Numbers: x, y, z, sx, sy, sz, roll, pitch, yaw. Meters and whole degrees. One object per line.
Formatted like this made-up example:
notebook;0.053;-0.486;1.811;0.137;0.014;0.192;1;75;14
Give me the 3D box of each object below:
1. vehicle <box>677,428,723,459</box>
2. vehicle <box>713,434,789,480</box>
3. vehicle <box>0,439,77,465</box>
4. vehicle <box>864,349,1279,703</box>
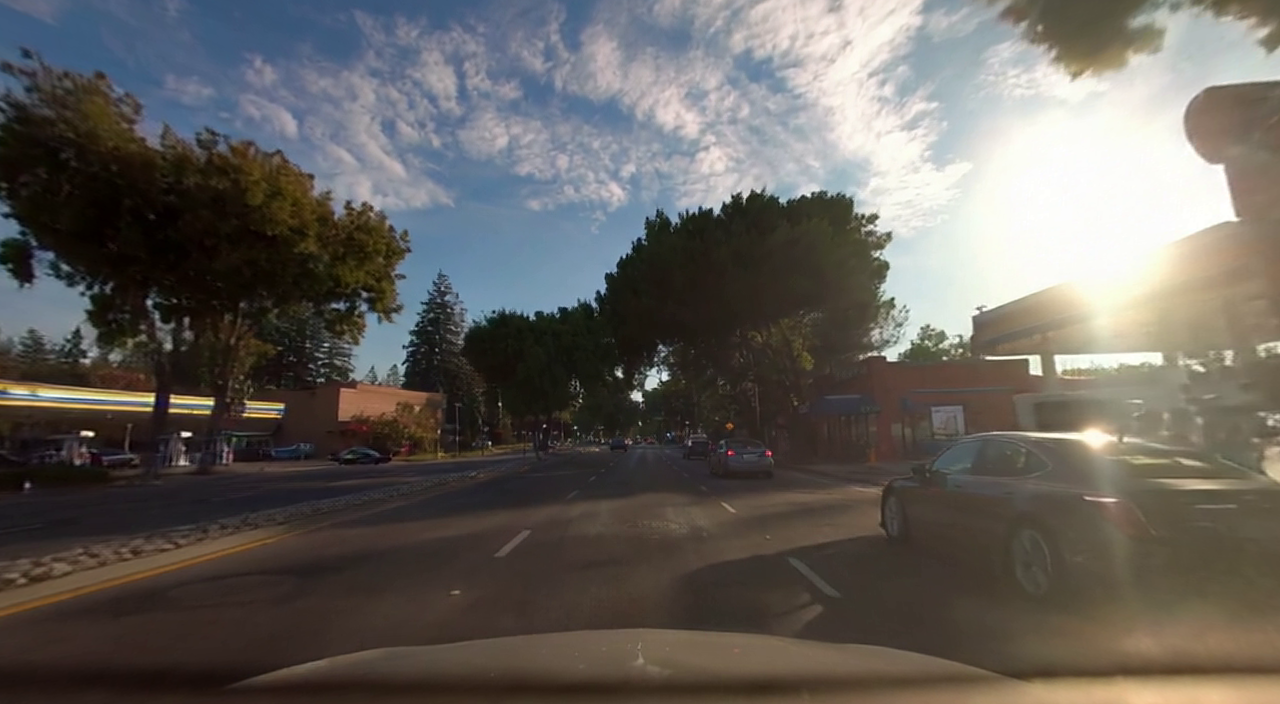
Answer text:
vehicle;3.952;6.222;42.826;2.611;1.983;5.165;0;-8;0
vehicle;3.730;3.602;21.895;1.871;1.442;4.122;0;-8;0
vehicle;-37.160;6.140;38.900;2.003;1.531;4.062;3;-9;-19
vehicle;3.614;1.163;4.935;1.875;1.665;4.931;0;-8;0
